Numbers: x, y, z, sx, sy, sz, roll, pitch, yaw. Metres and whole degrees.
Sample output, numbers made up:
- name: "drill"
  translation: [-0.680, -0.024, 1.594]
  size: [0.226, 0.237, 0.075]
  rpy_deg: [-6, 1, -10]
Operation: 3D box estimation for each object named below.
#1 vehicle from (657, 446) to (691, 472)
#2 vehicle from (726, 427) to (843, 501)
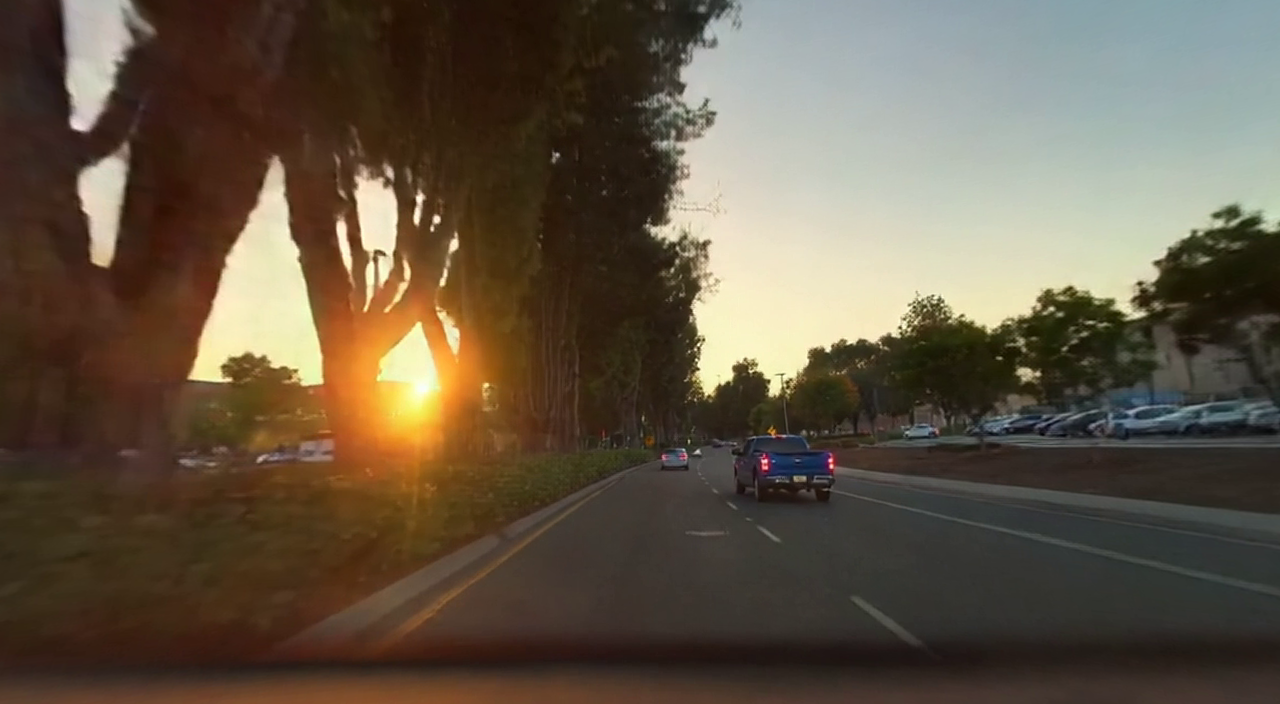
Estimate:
- name: "vehicle"
  translation: [2.143, 6.577, 38.975]
  size: [1.968, 1.521, 4.262]
  rpy_deg: [0, -9, 4]
- name: "vehicle"
  translation: [4.203, 3.384, 19.486]
  size: [2.367, 1.919, 5.651]
  rpy_deg: [0, -9, 1]
